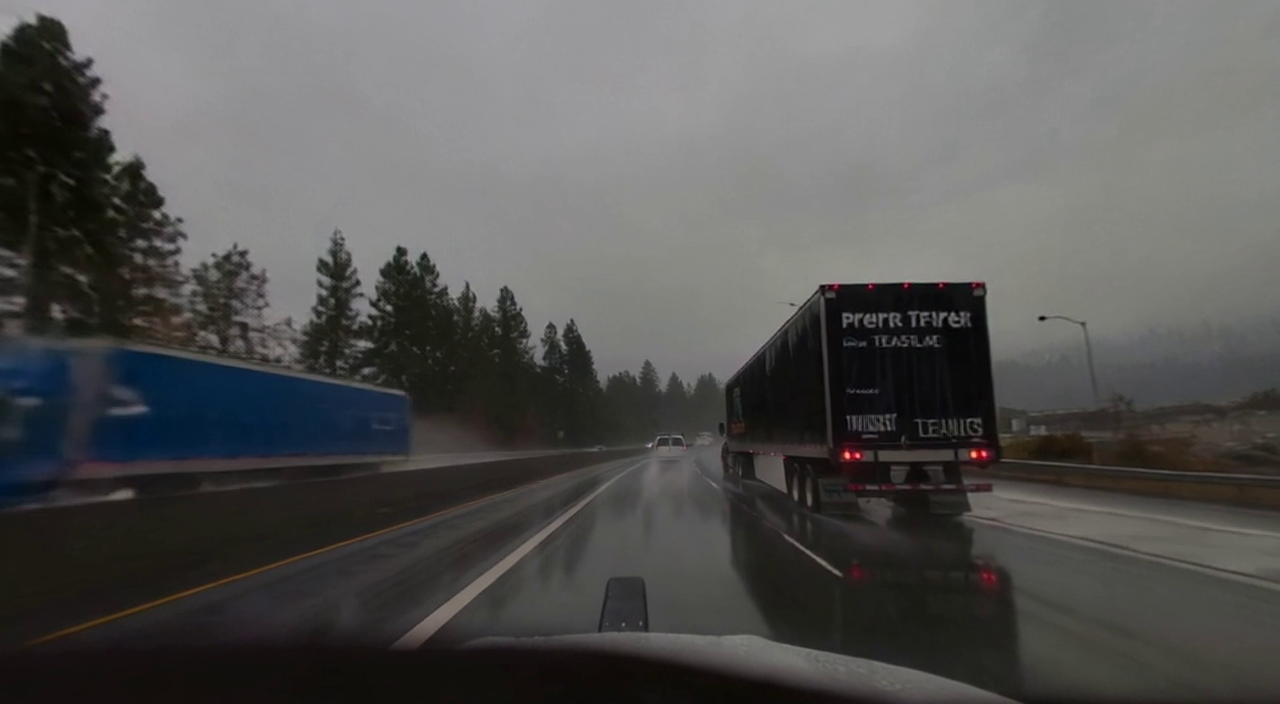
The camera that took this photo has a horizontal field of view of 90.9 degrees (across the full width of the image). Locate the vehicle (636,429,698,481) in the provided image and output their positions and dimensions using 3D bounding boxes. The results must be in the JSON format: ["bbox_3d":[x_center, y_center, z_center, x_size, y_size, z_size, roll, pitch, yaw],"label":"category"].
[{"bbox_3d":[1.073,4.051,25.074,2.222,1.848,4.610,-1,-8,3],"label":"vehicle"}]

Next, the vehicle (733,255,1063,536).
[{"bbox_3d":[4.979,1.816,17.636,2.899,4.160,16.621,-1,-9,2],"label":"vehicle"}]

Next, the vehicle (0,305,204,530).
[{"bbox_3d":[-12.975,1.281,11.992,3.038,3.995,8.330,-1,-8,2],"label":"vehicle"}]
